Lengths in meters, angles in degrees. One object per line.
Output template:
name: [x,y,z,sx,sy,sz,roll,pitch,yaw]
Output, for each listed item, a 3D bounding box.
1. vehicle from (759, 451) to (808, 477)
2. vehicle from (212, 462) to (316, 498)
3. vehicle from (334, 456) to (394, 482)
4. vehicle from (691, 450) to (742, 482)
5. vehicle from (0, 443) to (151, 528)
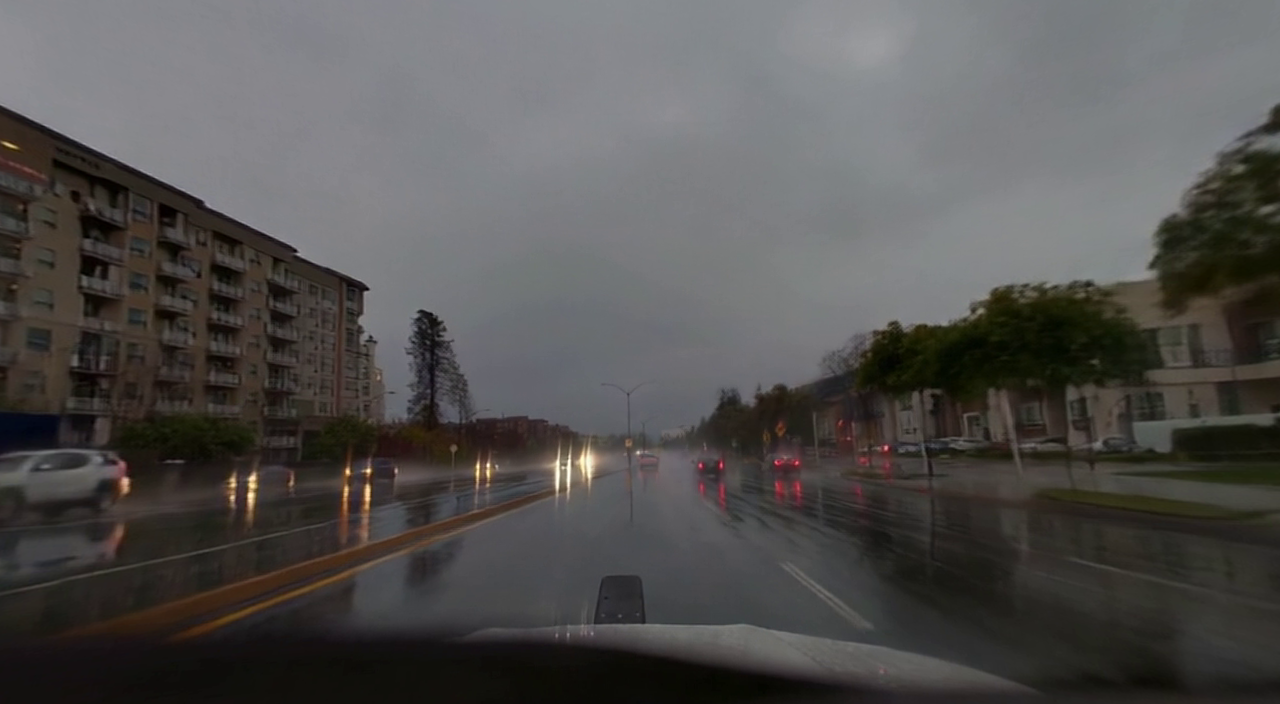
vehicle: [8.389,6.559,37.271,1.932,1.439,4.159,0,-9,0]
vehicle: [-17.440,5.913,29.600,1.804,1.421,4.659,-1,-9,3]
vehicle: [-21.108,8.974,48.612,2.141,1.809,5.002,-1,-9,3]
vehicle: [3.774,5.717,32.011,2.020,1.479,4.650,0,-9,0]
vehicle: [-14.611,3.083,15.056,2.024,1.798,4.588,-1,-9,3]
